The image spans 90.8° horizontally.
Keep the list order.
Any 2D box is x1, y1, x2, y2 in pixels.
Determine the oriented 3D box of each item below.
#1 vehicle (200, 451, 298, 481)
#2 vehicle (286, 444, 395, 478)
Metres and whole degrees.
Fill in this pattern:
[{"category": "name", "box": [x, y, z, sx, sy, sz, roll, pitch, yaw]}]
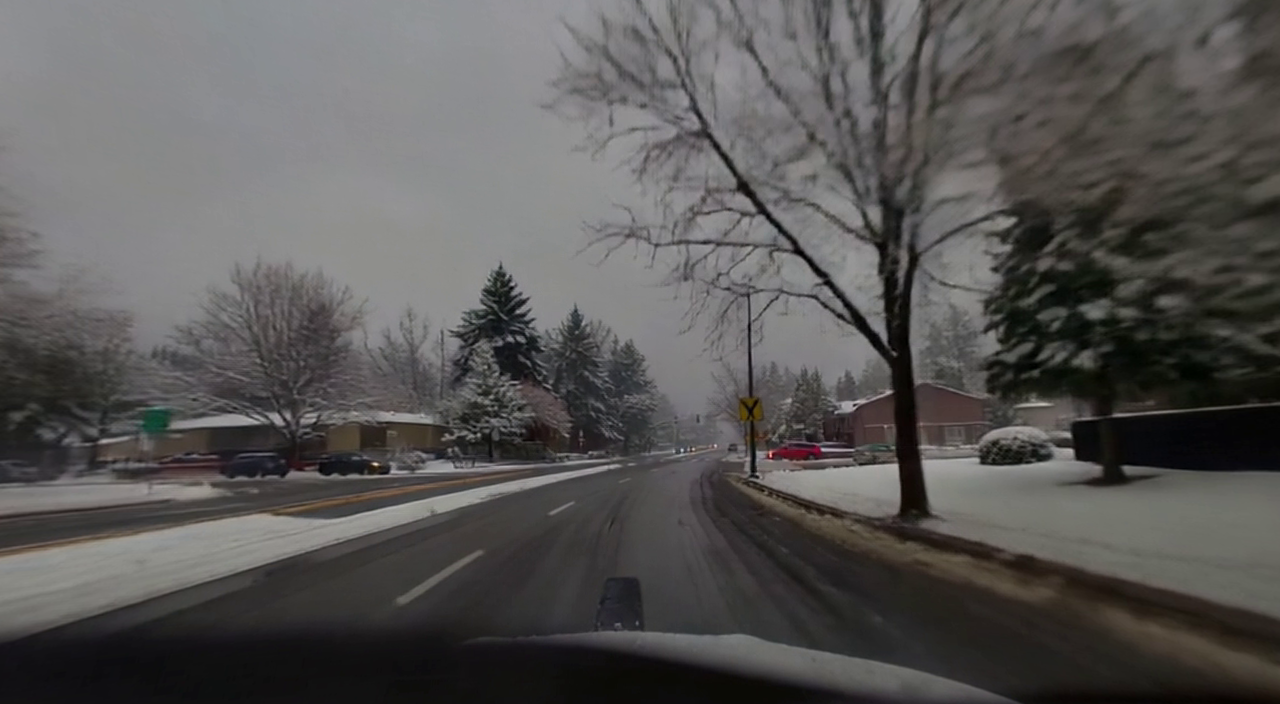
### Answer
[{"category": "vehicle", "box": [-25.058, 7.329, 40.668, 4.861, 1.784, 1.947, 1, -8, -8]}, {"category": "vehicle", "box": [-19.502, 7.097, 41.459, 5.938, 2.098, 2.333, 1, -8, -9]}]
